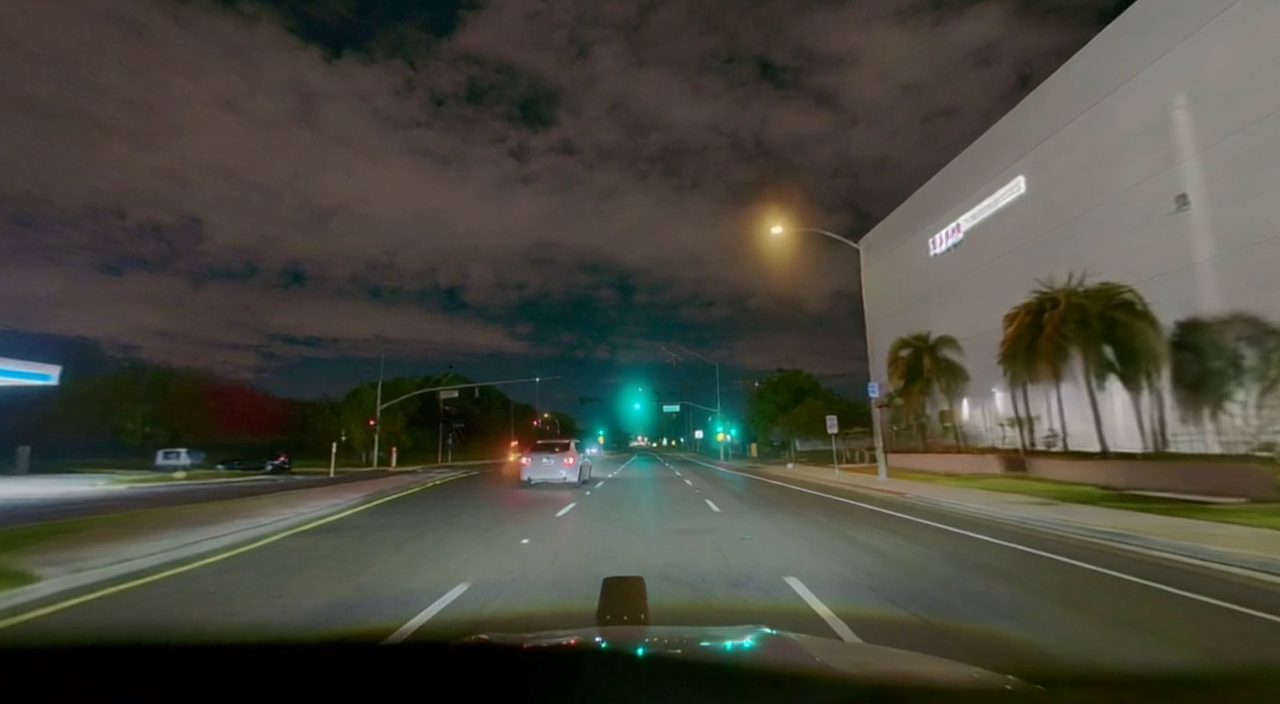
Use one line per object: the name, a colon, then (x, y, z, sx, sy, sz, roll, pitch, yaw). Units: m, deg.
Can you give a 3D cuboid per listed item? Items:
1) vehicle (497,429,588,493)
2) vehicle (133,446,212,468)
vehicle: (-2.895, 3.372, 19.755, 2.011, 1.756, 4.478, 0, -9, 2)
vehicle: (-36.257, 8.153, 48.973, 4.553, 1.492, 1.967, -2, -8, -1)
